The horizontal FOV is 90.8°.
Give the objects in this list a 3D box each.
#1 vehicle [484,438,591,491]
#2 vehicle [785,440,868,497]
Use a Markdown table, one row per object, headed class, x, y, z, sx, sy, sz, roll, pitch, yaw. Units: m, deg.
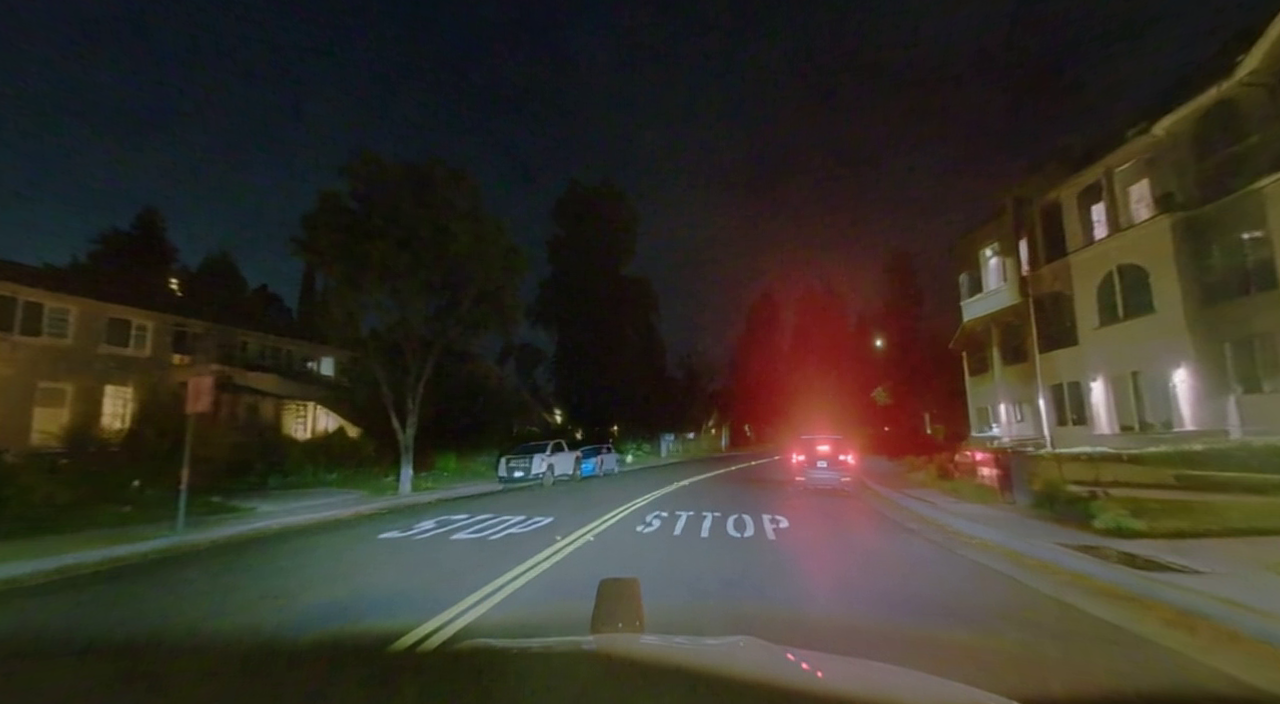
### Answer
| class | x | y | z | sx | sy | sz | roll | pitch | yaw |
| --- | --- | --- | --- | --- | --- | --- | --- | --- | --- |
| vehicle | -3.584 | 4.046 | 23.207 | 2.030 | 1.696 | 4.828 | -3 | -9 | 16 |
| vehicle | 5.476 | 3.426 | 19.061 | 2.045 | 1.478 | 4.914 | -2 | -9 | 13 |
